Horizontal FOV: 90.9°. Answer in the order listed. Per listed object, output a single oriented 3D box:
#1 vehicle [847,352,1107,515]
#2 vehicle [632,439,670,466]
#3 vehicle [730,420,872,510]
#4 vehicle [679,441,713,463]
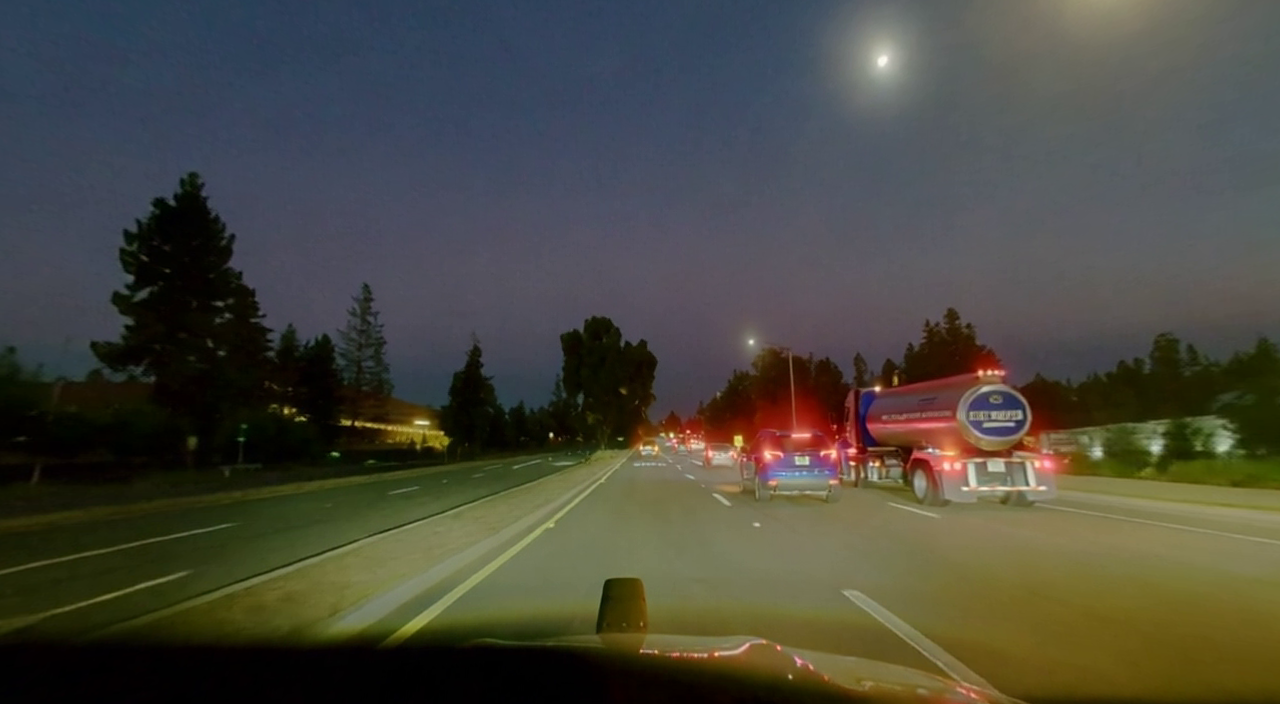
[{"bbox_3d":[7.761,2.098,15.781,2.849,3.207,6.275,-1,-9,-1],"label":"vehicle"},{"bbox_3d":[0.608,6.007,37.589,2.148,1.488,4.002,-1,-9,0],"label":"vehicle"},{"bbox_3d":[3.500,2.581,14.710,2.045,1.729,4.532,-1,-9,-1],"label":"vehicle"},{"bbox_3d":[3.851,7.024,44.247,1.917,1.475,4.081,0,-9,-1],"label":"vehicle"}]
